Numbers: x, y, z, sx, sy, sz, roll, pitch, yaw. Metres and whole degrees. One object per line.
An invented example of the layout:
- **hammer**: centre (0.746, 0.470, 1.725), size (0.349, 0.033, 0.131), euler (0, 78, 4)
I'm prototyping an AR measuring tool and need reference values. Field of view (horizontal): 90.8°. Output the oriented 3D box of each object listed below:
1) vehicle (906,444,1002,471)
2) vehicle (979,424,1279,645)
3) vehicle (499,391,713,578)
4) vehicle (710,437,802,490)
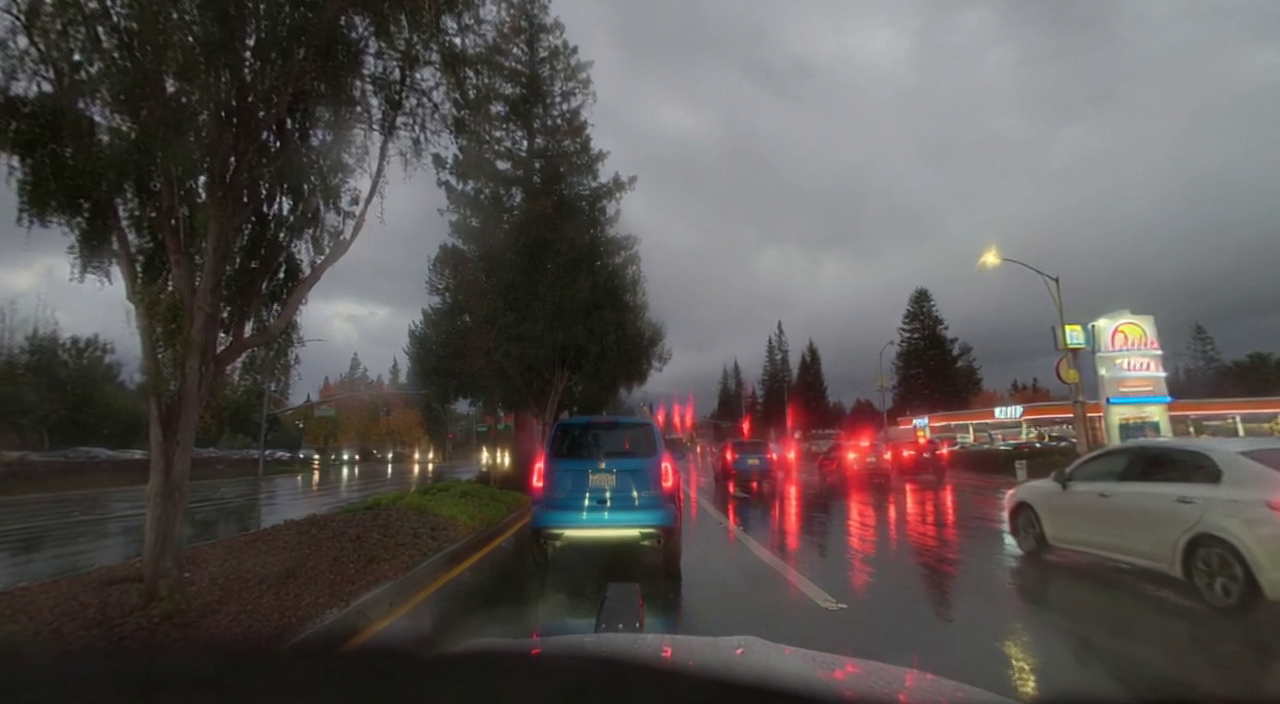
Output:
- **vehicle**: centre (17.199, 5.770, 34.768), size (4.290, 1.427, 1.751), euler (0, -9, 2)
- **vehicle**: centre (5.326, 1.462, 5.772), size (1.930, 1.478, 4.643), euler (0, -9, 1)
- **vehicle**: centre (-0.297, 1.650, 8.649), size (2.096, 1.837, 4.687), euler (0, -9, 1)
- **vehicle**: centre (3.702, 3.681, 21.176), size (2.098, 1.555, 4.778), euler (0, -9, -1)
